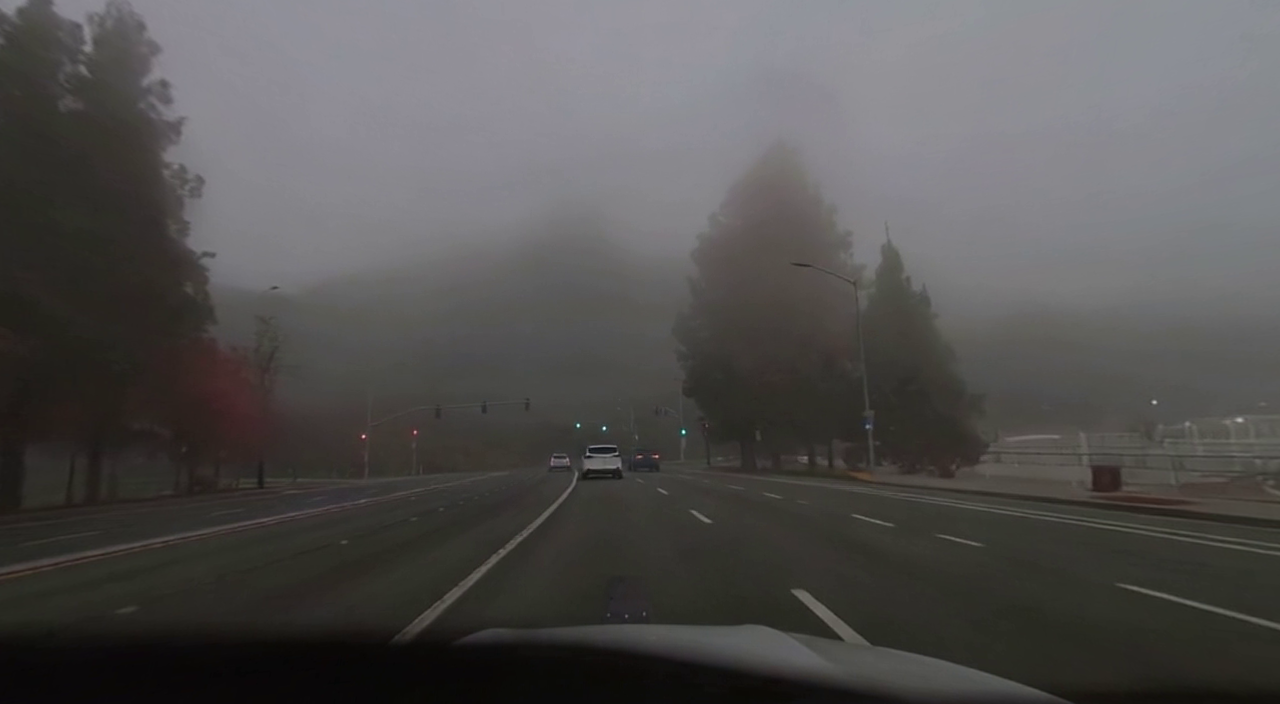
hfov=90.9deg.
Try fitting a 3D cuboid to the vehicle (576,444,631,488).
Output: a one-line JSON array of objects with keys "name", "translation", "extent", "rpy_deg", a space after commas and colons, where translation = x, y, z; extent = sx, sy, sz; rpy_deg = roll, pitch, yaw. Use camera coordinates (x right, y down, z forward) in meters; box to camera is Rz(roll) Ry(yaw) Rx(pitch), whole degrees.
[{"name": "vehicle", "translation": [-1.680, 5.037, 28.208], "extent": [2.253, 1.756, 4.313], "rpy_deg": [1, -9, -5]}]
